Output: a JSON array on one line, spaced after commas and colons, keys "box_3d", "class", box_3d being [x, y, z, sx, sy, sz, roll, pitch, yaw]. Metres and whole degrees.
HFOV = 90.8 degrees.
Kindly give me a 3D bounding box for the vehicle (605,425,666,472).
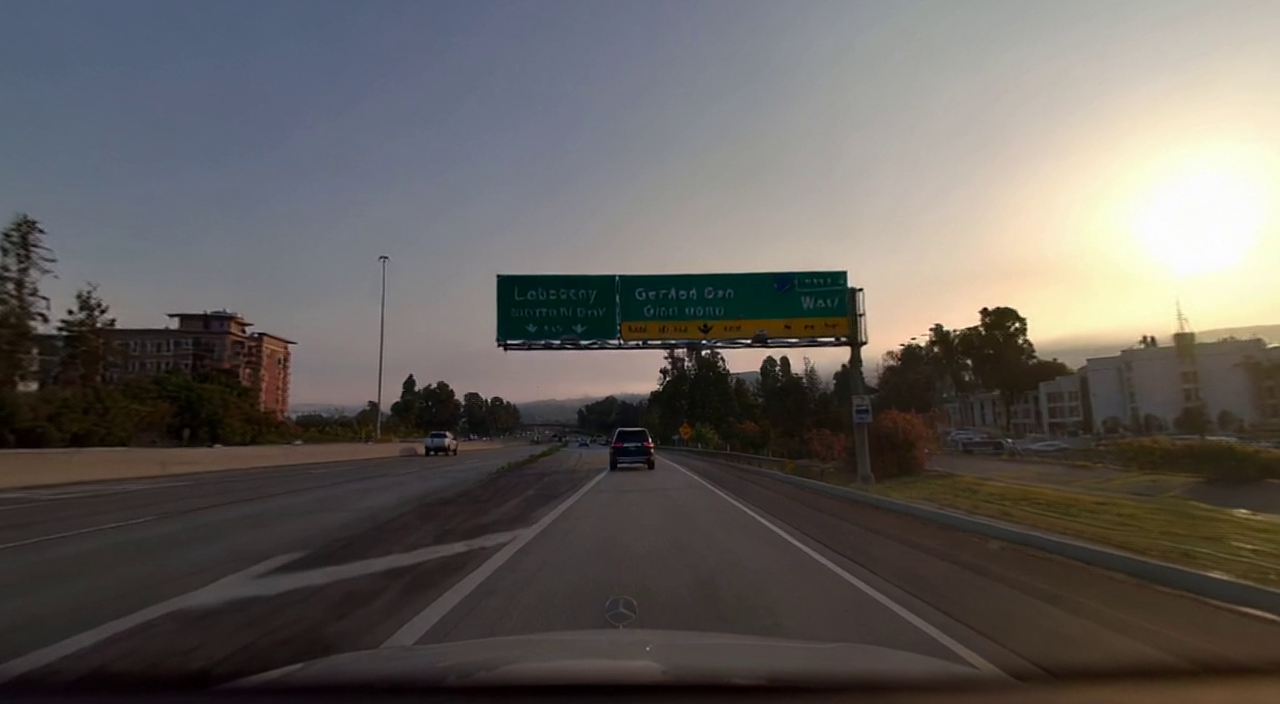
[{"box_3d": [-0.234, 4.393, 28.867, 2.497, 1.957, 5.432, 0, -8, -1], "class": "vehicle"}]
